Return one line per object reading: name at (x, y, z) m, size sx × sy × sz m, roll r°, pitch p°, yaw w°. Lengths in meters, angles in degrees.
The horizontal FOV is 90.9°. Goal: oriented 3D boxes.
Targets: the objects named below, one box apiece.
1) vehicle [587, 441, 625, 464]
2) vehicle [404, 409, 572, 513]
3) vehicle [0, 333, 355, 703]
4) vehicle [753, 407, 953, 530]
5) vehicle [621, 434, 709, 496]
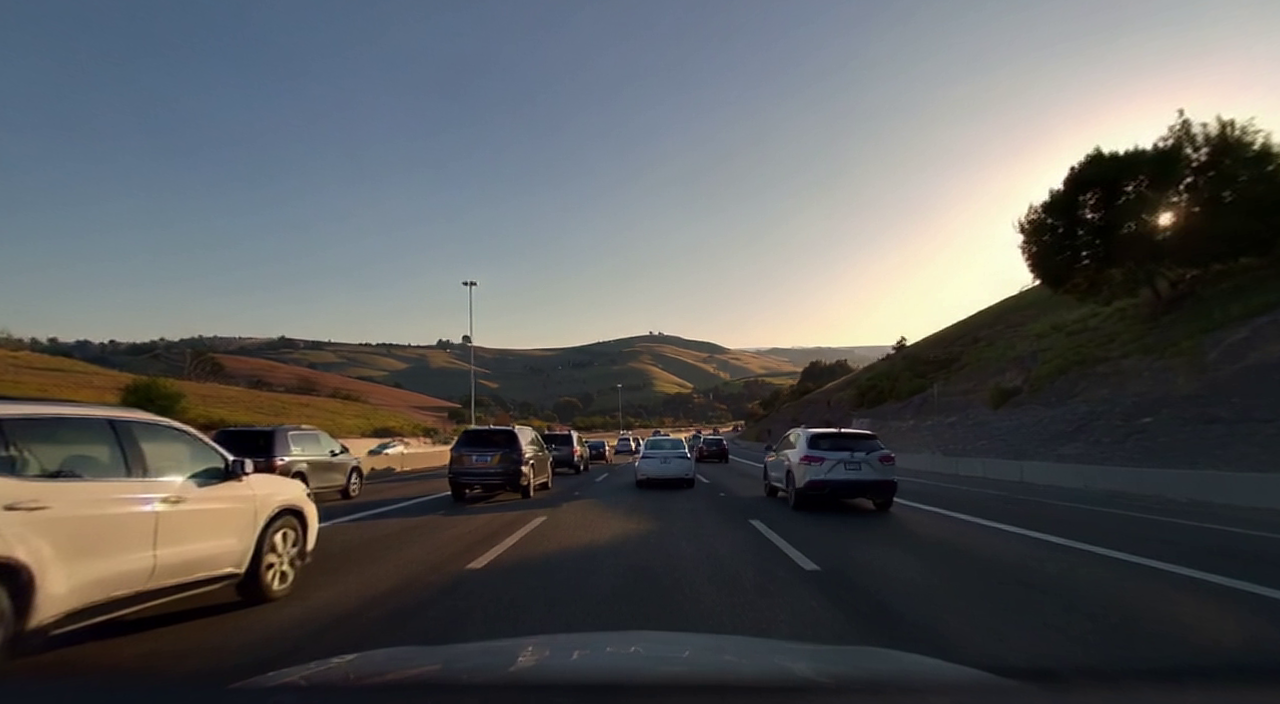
vehicle at (-2.123, 6.327, 39.997) m, size 1.973 × 1.378 × 3.677 m, roll -1°, pitch -8°, yaw 3°
vehicle at (-3.125, 2.416, 14.486) m, size 2.301 × 1.902 × 5.374 m, roll 0°, pitch -8°, yaw 3°
vehicle at (-3.579, 0.890, 3.123) m, size 2.179 × 1.723 × 4.410 m, roll 0°, pitch -8°, yaw 1°
vehicle at (3.493, 2.017, 11.448) m, size 2.046 × 1.765 × 4.534 m, roll 0°, pitch -8°, yaw 0°
vehicle at (0.658, 3.022, 17.330) m, size 2.105 × 1.471 × 4.349 m, roll 0°, pitch -8°, yaw 1°
